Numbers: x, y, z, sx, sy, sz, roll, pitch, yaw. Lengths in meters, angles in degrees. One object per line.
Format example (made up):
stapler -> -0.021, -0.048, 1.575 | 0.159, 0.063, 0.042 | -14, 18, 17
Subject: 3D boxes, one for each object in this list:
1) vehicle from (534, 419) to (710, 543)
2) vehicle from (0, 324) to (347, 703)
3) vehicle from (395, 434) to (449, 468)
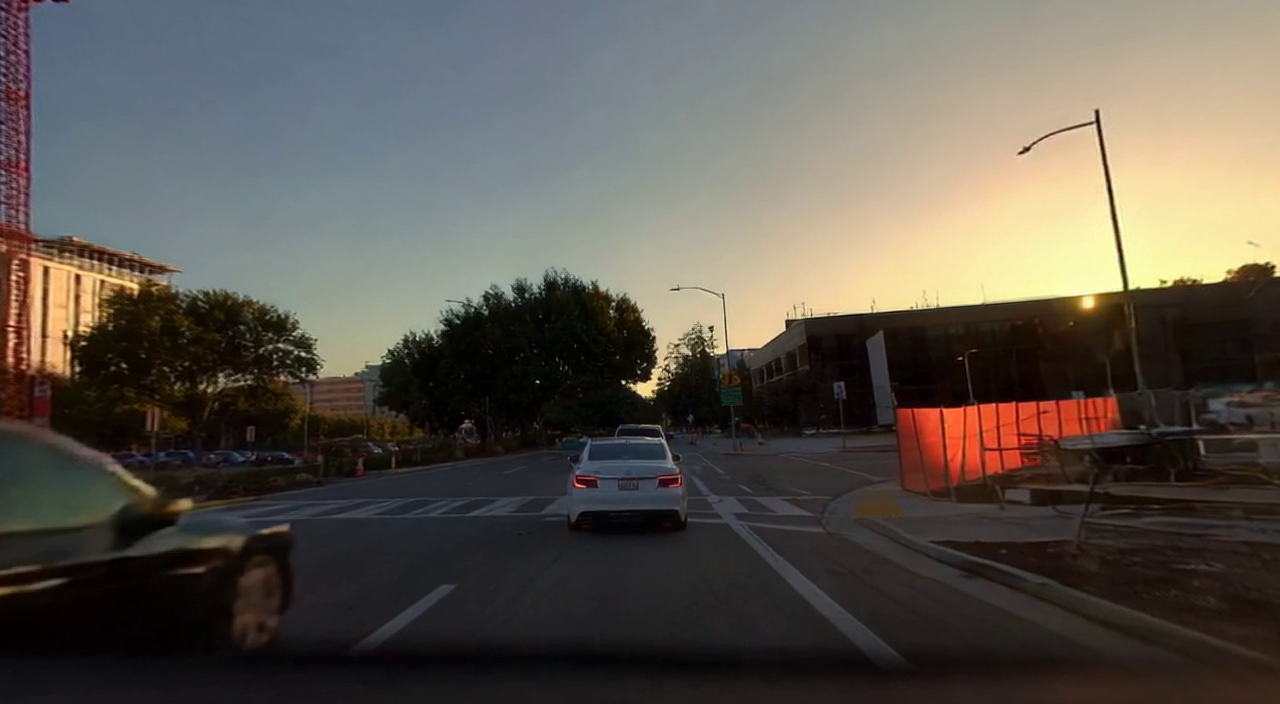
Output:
vehicle -> -0.213, 1.853, 9.687 | 2.112, 1.482, 4.076 | 0, -8, 0
vehicle -> -3.312, 0.797, 2.521 | 2.139, 1.680, 4.344 | 0, -8, 1
vehicle -> -10.485, 4.714, 30.113 | 2.072, 1.465, 4.394 | 3, -9, -22
